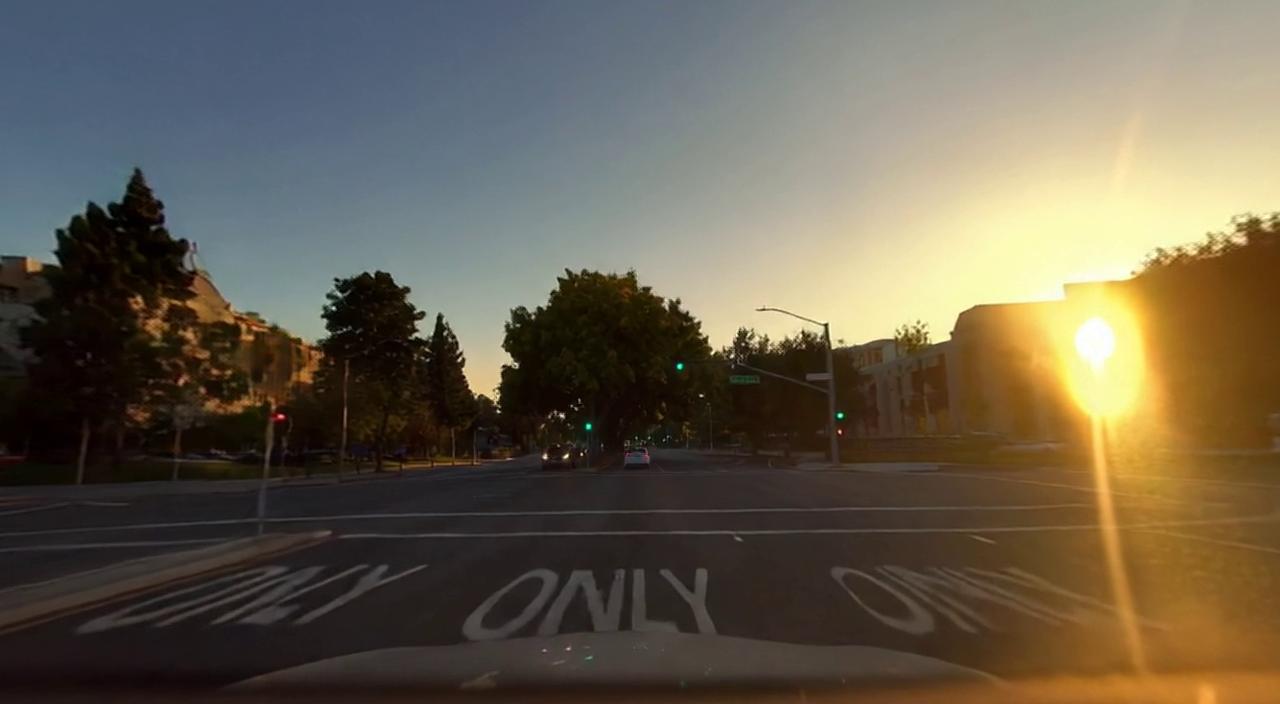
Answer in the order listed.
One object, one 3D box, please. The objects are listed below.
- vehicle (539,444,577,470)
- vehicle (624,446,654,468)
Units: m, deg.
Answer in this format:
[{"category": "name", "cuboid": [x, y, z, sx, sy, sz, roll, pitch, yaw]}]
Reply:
[{"category": "vehicle", "cuboid": [-5.541, 7.159, 43.105, 2.016, 1.631, 4.148, 0, -9, 0]}, {"category": "vehicle", "cuboid": [-0.113, 7.465, 45.077, 2.064, 1.477, 3.968, 0, -9, -1]}]
